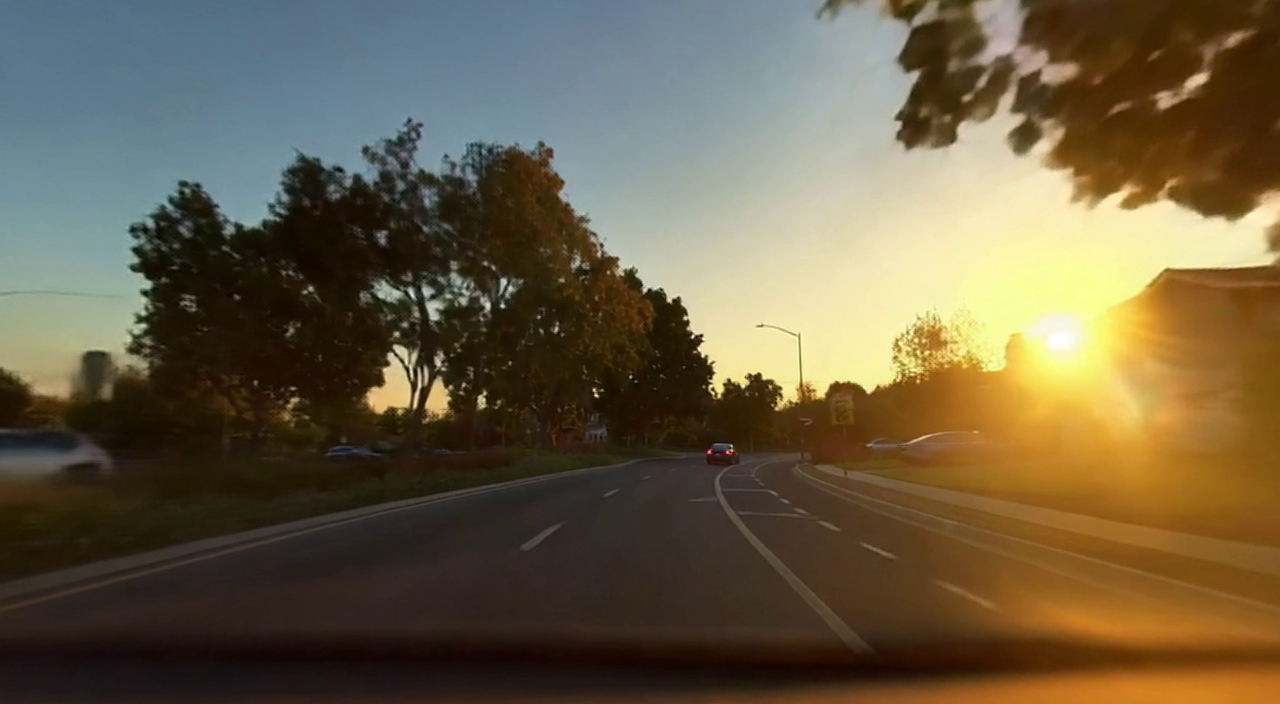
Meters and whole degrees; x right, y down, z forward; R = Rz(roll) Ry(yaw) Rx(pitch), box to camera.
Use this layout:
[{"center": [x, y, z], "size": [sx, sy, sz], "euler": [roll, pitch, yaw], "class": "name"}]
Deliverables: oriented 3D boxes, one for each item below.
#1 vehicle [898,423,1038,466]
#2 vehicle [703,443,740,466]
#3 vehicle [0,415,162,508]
[{"center": [14.435, 4.143, 28.086], "size": [4.999, 1.791, 2.177], "euler": [-2, -9, 12], "class": "vehicle"}, {"center": [5.601, 6.922, 42.902], "size": [2.050, 1.456, 4.003], "euler": [-2, -9, 14], "class": "vehicle"}, {"center": [-12.919, 2.259, 13.191], "size": [2.071, 1.728, 4.514], "euler": [0, -8, 4], "class": "vehicle"}]
